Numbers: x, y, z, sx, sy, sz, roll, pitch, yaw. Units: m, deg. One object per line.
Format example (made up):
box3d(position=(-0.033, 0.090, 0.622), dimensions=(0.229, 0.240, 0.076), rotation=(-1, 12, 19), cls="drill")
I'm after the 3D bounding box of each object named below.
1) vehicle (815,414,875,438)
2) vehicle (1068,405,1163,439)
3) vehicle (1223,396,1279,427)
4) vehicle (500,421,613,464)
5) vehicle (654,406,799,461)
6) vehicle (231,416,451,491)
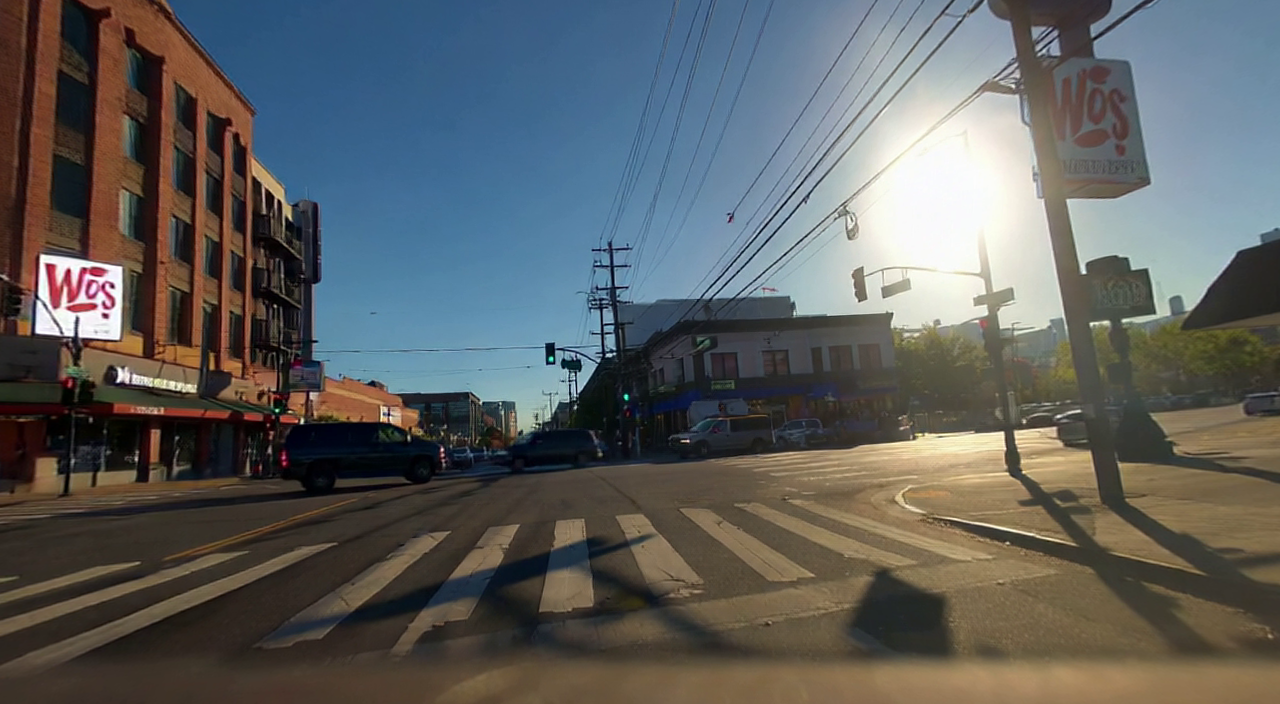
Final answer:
box3d(position=(16.041, 5.831, 49.416), dimensions=(4.589, 1.730, 1.801), rotation=(5, -10, -31), cls="vehicle")
box3d(position=(23.031, 3.442, 30.564), dimensions=(4.499, 1.524, 1.784), rotation=(4, -10, -28), cls="vehicle")
box3d(position=(39.171, 3.813, 39.906), dimensions=(4.637, 1.723, 1.911), rotation=(4, -10, -29), cls="vehicle")
box3d(position=(-3.707, 4.053, 28.298), dimensions=(4.599, 1.766, 1.938), rotation=(5, -10, -30), cls="vehicle")
box3d(position=(3.554, 3.345, 25.696), dimensions=(5.588, 1.985, 2.374), rotation=(5, -10, -31), cls="vehicle")
box3d(position=(-8.831, 3.015, 19.010), dimensions=(5.603, 1.938, 2.081), rotation=(6, -10, -36), cls="vehicle")
